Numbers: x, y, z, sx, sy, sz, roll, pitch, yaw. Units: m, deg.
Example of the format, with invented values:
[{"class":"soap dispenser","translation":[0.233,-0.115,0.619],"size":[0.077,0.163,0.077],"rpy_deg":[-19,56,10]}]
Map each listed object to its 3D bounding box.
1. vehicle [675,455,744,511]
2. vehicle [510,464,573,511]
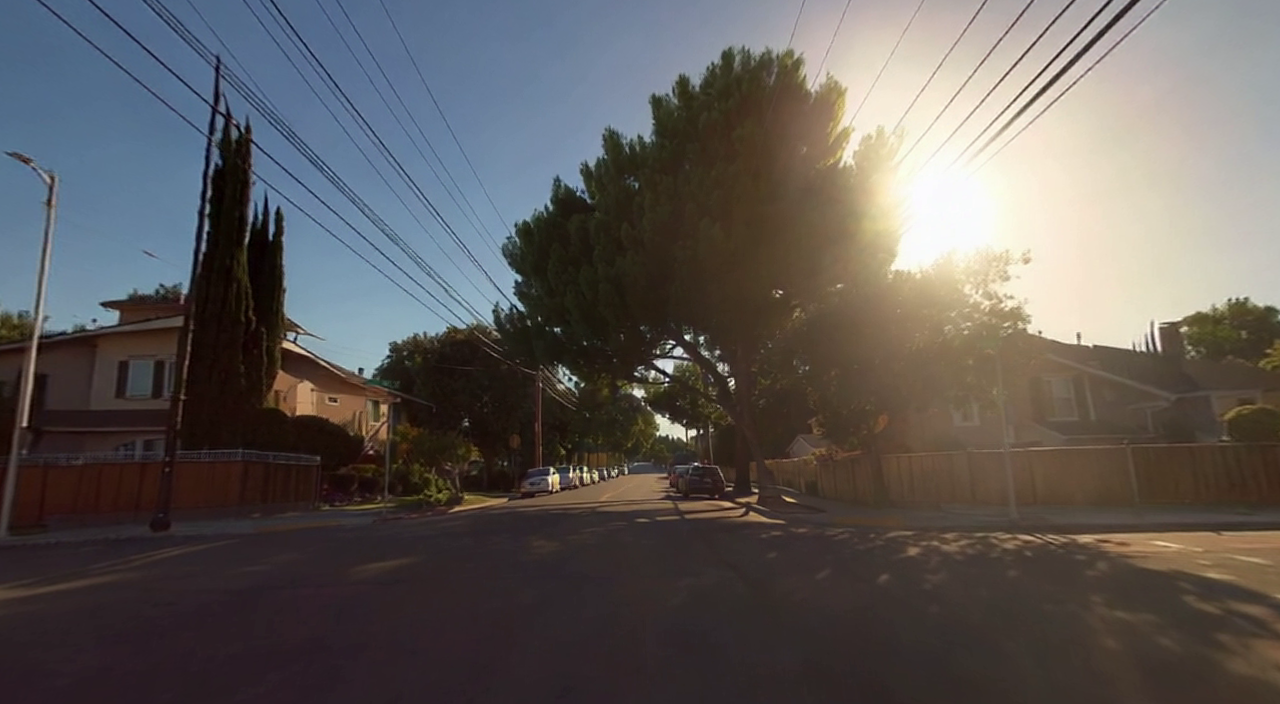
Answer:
[{"class":"vehicle","translation":[2.606,5.031,24.754],"size":[2.051,1.874,4.459],"rpy_deg":[1,-8,-2]},{"class":"vehicle","translation":[-4.283,5.964,28.267],"size":[2.189,1.771,4.571],"rpy_deg":[0,-8,-2]}]
